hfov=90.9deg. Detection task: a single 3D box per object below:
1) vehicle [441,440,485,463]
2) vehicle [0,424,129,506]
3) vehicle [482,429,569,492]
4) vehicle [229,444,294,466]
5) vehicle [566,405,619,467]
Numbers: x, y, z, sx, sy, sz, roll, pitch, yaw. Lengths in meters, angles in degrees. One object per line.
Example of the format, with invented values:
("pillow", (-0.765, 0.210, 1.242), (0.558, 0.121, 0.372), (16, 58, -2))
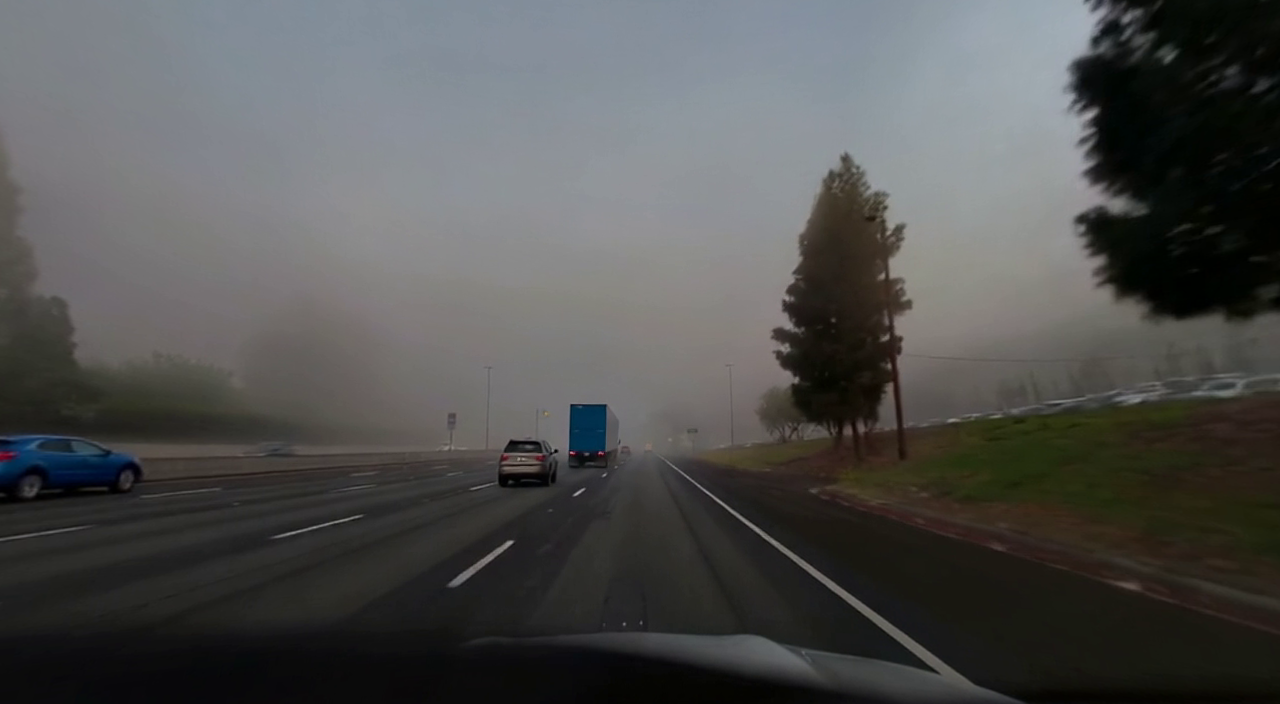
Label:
("vehicle", (-13.707, 7.750, 49.151), (2.017, 1.685, 4.732), (0, -8, 1))
("vehicle", (-14.405, 2.518, 14.164), (1.997, 1.695, 4.492), (0, -8, 1))
("vehicle", (-3.679, 3.581, 21.184), (2.058, 1.840, 4.443), (0, -8, 0))
("vehicle", (-24.932, 6.784, 41.684), (1.815, 1.408, 3.971), (0, -8, 0))
("vehicle", (-3.324, 6.467, 47.949), (2.905, 4.037, 12.921), (0, -8, 0))
